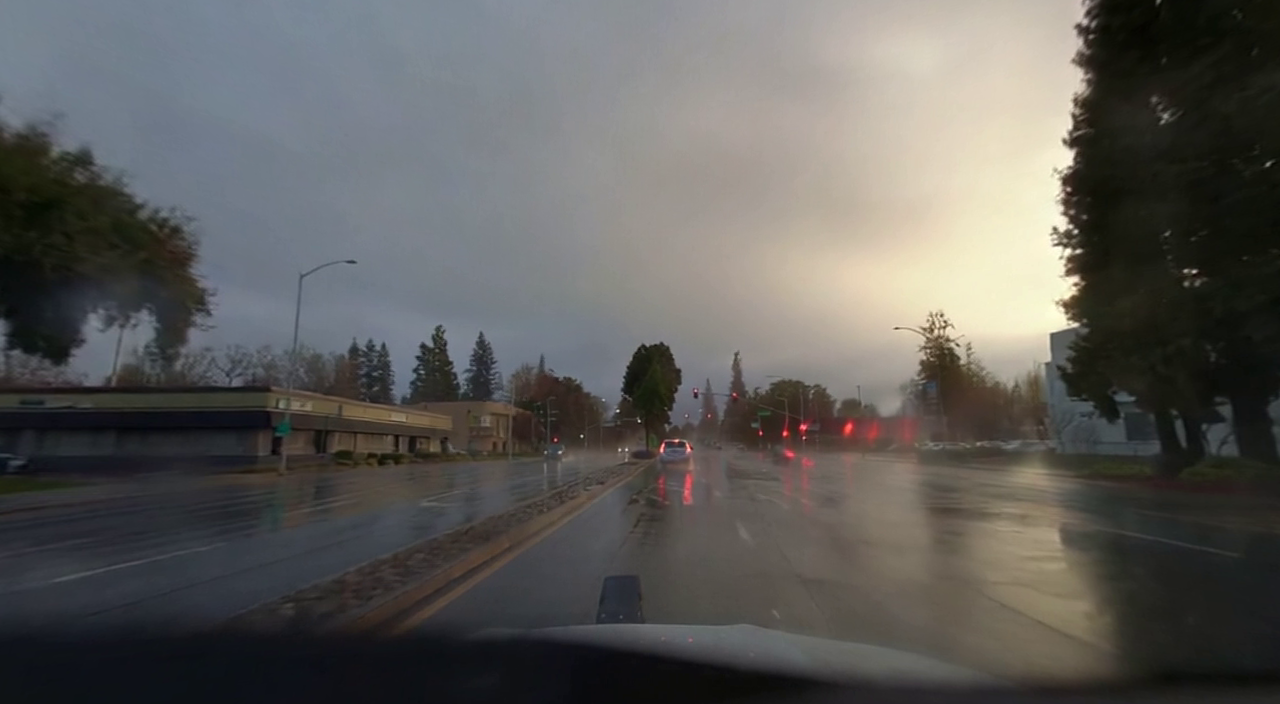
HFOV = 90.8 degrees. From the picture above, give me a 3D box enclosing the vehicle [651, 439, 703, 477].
[{"bbox_3d":[1.565,4.493,27.129,2.064,1.477,3.968,0,-8,3],"label":"vehicle"}]
